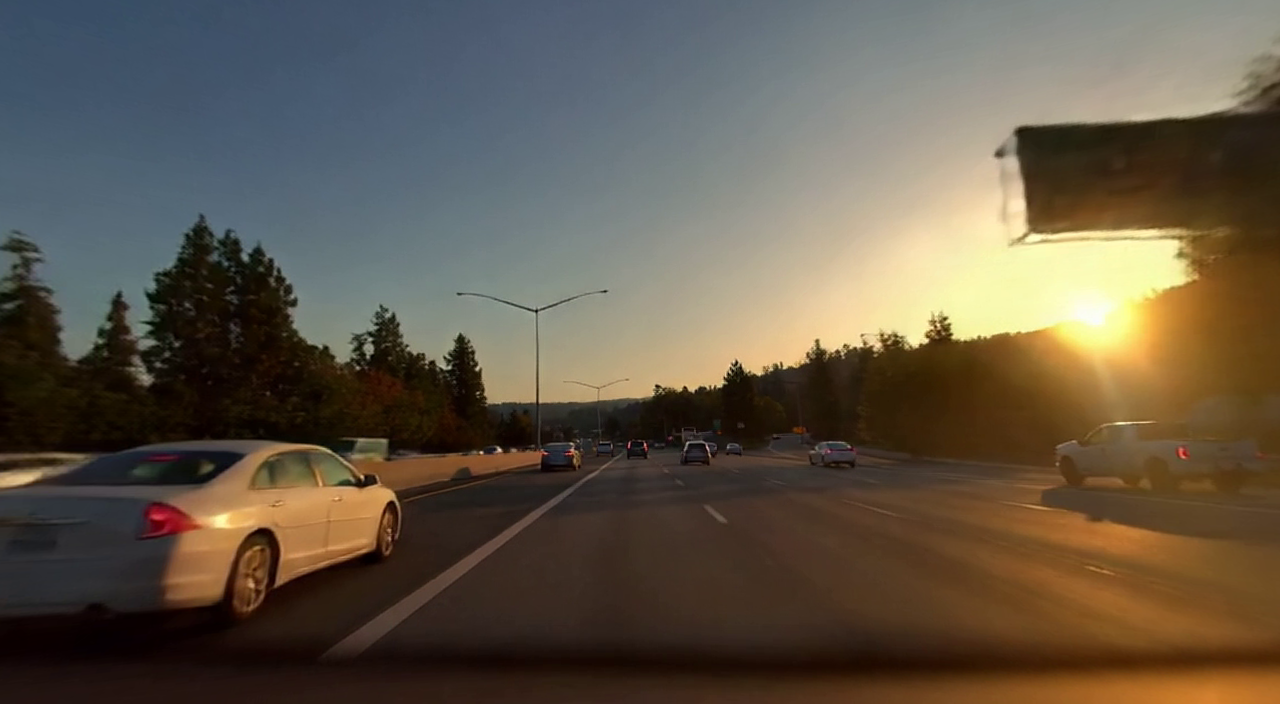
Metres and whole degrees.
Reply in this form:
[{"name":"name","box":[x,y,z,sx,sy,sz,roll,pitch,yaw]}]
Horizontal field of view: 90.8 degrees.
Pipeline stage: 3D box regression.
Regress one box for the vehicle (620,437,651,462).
[{"name":"vehicle","box":[-0.371,7.347,47.663,2.192,1.813,4.864,0,-8,-1]}]

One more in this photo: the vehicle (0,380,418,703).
[{"name":"vehicle","box":[-3.617,1.272,5.032,2.119,1.654,4.353,0,-8,0]}]

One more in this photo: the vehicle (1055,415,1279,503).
[{"name":"vehicle","box":[12.943,2.572,15.559,2.076,1.799,4.871,0,-8,-1]}]

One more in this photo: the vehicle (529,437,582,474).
[{"name":"vehicle","box":[-3.987,4.961,30.409,1.992,1.651,4.185,0,-8,0]}]

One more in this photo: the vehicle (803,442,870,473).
[{"name":"vehicle","box":[9.555,5.142,31.041,1.910,1.384,3.867,1,-8,-2]}]

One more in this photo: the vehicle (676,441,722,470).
[{"name":"vehicle","box":[3.163,5.635,34.700,2.007,1.469,4.337,0,-8,-2]}]
